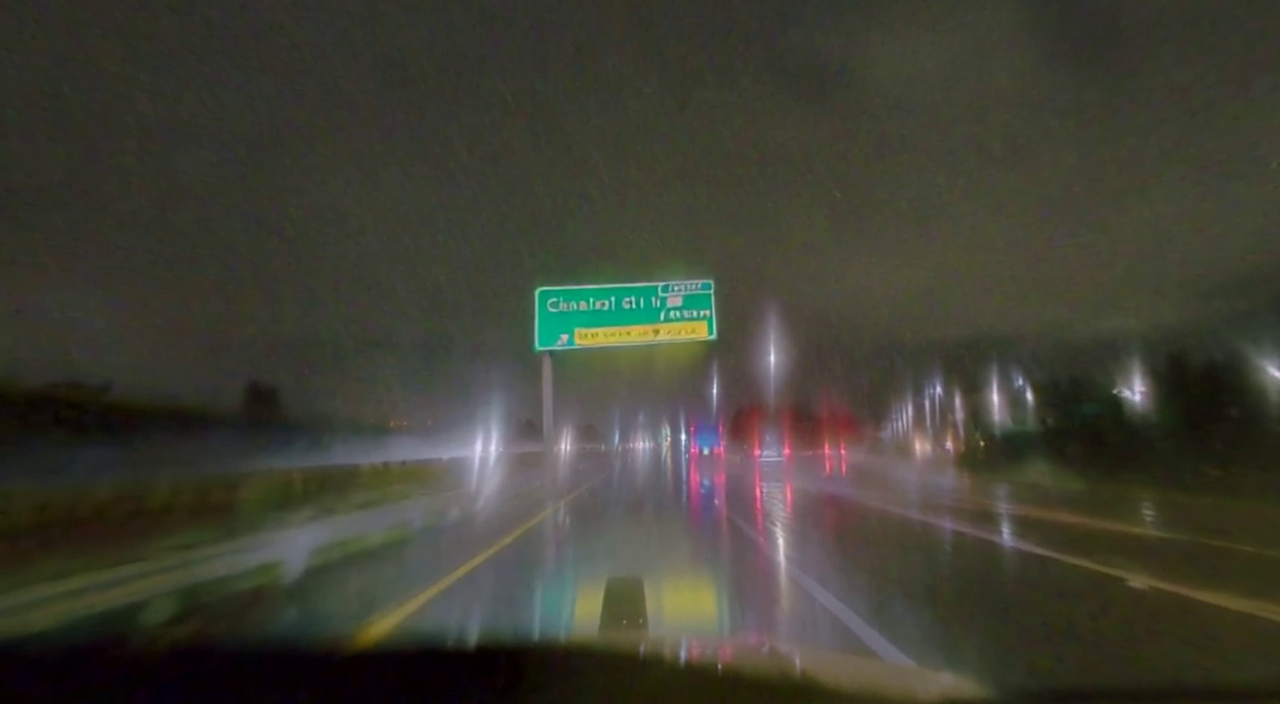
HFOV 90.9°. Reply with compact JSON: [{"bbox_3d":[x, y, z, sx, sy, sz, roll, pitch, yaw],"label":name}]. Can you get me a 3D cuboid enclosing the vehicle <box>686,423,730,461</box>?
[{"bbox_3d":[4.690,6.334,44.257,2.430,2.495,6.062,0,-8,0],"label":"vehicle"}]
